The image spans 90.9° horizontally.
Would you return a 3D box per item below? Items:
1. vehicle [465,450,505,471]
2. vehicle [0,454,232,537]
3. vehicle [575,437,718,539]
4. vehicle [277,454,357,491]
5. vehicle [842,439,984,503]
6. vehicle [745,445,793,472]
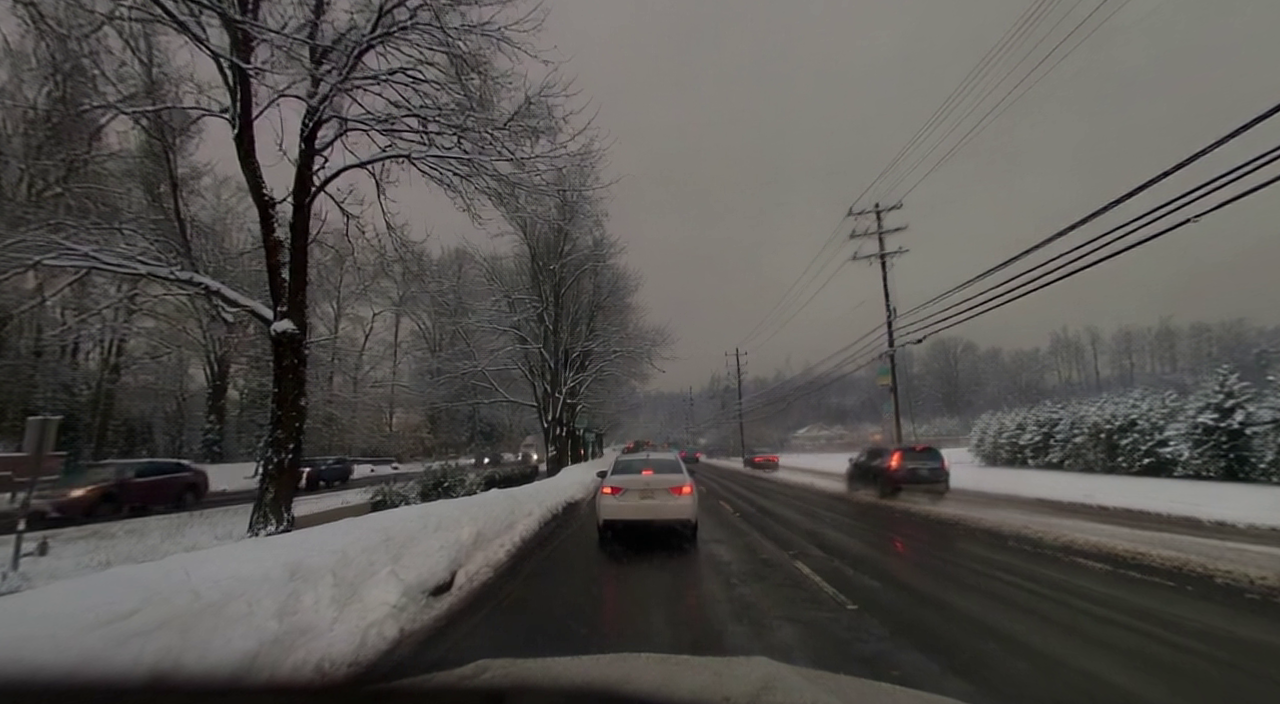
[{"bbox_3d":[-12.124,8.532,49.695,1.942,1.481,4.621,0,-8,0],"label":"vehicle"},{"bbox_3d":[-11.828,3.110,14.359,1.988,1.486,4.586,0,-8,0],"label":"vehicle"},{"bbox_3d":[0.092,2.301,11.325,2.108,1.479,3.935,0,-8,0],"label":"vehicle"},{"bbox_3d":[-15.042,5.595,29.558,1.701,1.494,3.791,0,-8,0],"label":"vehicle"},{"bbox_3d":[7.153,3.142,17.124,1.850,1.480,4.474,0,-8,0],"label":"vehicle"},{"bbox_3d":[7.631,6.333,37.781,1.899,1.458,4.499,0,-8,-1],"label":"vehicle"}]
